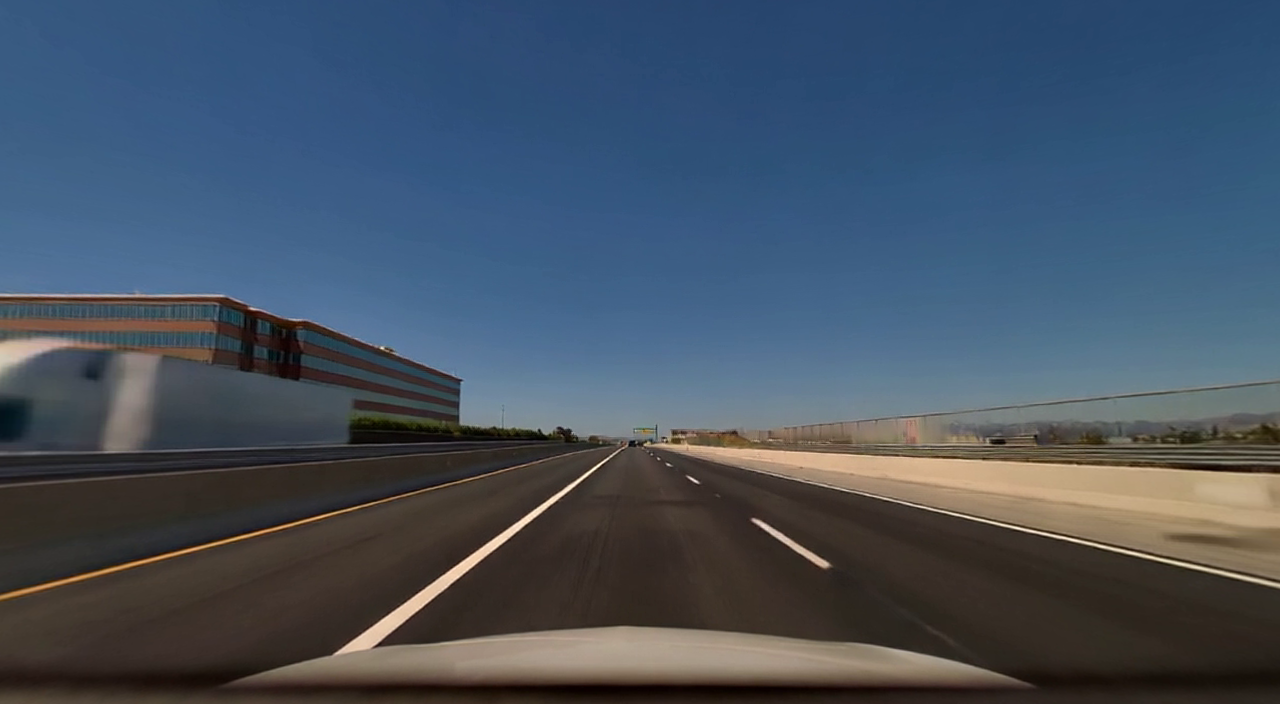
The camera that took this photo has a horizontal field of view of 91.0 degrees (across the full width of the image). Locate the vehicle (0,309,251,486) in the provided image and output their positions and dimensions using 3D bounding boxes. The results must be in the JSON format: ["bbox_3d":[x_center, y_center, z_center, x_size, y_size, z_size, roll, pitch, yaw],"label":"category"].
[{"bbox_3d":[-15.733,1.564,17.800,2.898,3.893,10.289,0,-8,-1],"label":"vehicle"}]

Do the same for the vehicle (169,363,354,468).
[{"bbox_3d":[-15.820,2.907,27.343,2.815,3.888,8.167,0,-8,0],"label":"vehicle"}]
